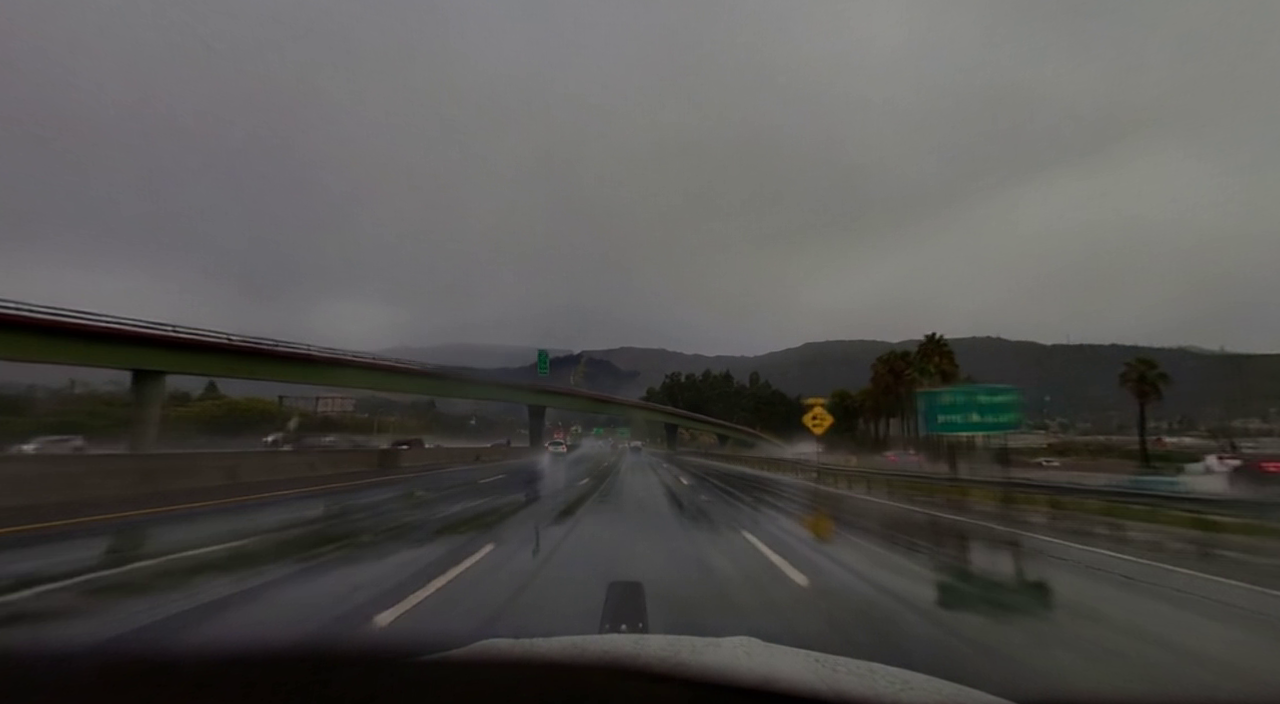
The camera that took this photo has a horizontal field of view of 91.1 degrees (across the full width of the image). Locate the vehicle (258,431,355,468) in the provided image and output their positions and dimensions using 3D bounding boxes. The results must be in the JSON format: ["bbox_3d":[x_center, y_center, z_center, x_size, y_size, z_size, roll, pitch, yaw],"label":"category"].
[{"bbox_3d":[-16.235,4.788,30.920,1.967,1.669,5.209,0,-8,0],"label":"vehicle"}]

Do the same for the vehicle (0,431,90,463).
[{"bbox_3d":[-36.573,5.768,38.137,2.127,1.828,4.972,1,-8,-6],"label":"vehicle"}]

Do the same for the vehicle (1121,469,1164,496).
[{"bbox_3d":[37.700,9.705,47.066,2.115,1.724,4.226,-7,-11,41],"label":"vehicle"}]
